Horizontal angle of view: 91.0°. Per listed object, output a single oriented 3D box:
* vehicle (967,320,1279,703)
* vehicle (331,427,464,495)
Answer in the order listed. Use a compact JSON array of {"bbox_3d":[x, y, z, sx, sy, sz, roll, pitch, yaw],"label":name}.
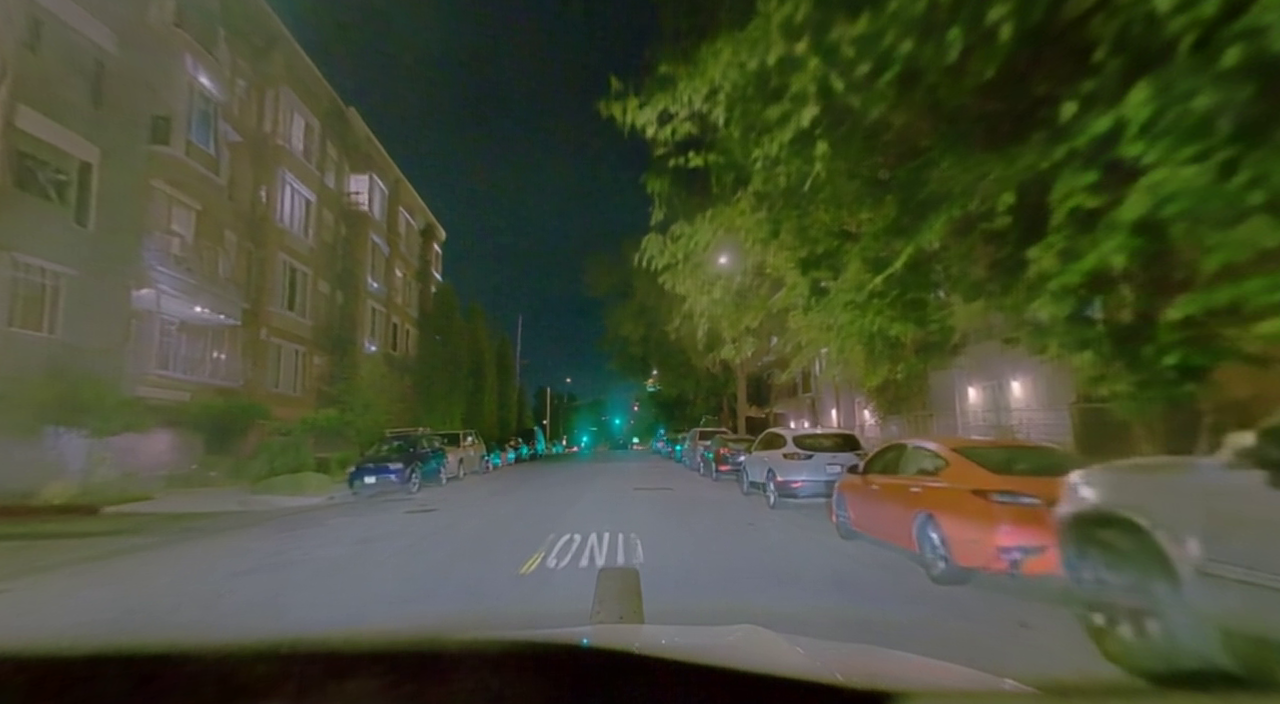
[{"bbox_3d":[4.119,0.771,2.366,2.365,1.970,6.011,0,-9,-2],"label":"vehicle"},{"bbox_3d":[-7.668,3.587,20.697,2.384,1.781,5.492,-3,-10,-2],"label":"vehicle"}]
